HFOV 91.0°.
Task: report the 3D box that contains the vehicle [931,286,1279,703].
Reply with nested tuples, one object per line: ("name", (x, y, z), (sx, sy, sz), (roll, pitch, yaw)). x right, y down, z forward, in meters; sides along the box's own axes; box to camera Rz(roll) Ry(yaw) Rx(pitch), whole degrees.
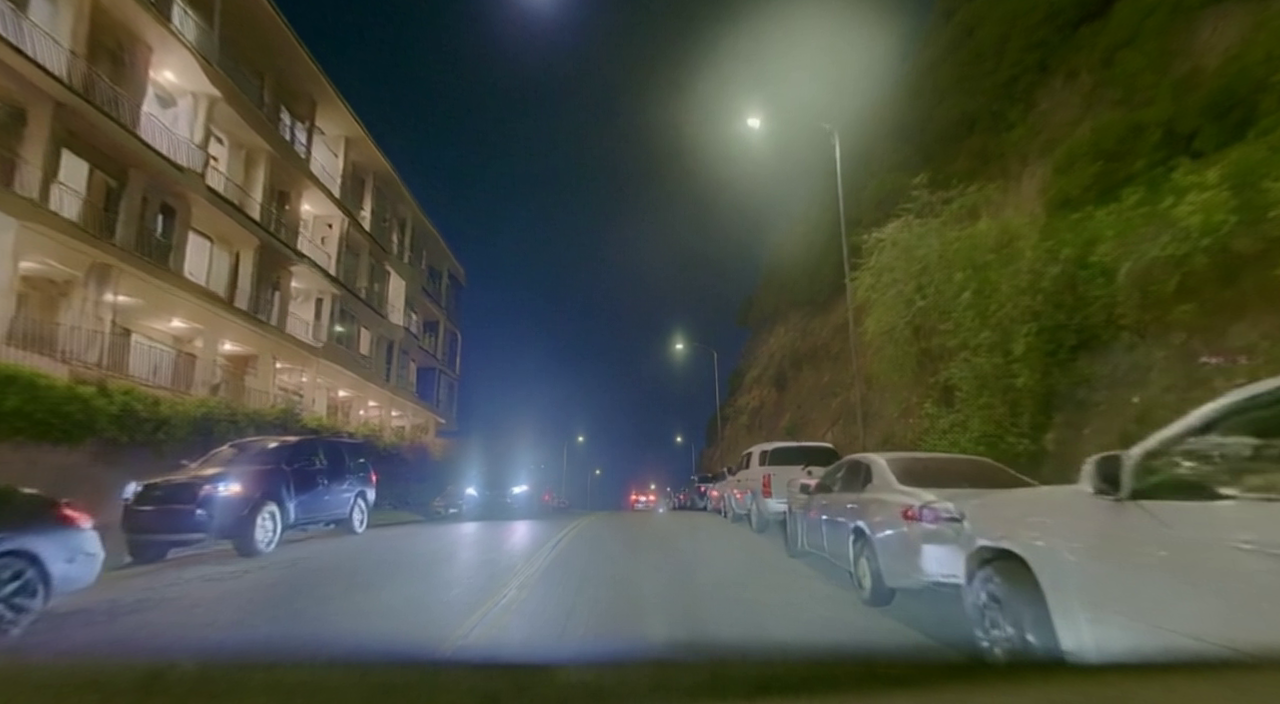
("vehicle", (2.796, 0.686, 1.349), (2.072, 1.830, 4.744), (0, -9, 0))

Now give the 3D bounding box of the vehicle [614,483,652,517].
("vehicle", (-0.487, 9.118, 38.937), (2.201, 1.731, 3.854), (0, -9, -2))

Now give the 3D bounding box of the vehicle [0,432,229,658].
("vehicle", (-5.350, 1.221, 3.804), (1.856, 1.474, 4.522), (-3, -9, 18))

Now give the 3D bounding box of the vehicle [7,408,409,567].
("vehicle", (-6.428, 2.238, 10.812), (2.692, 1.949, 5.948), (0, -11, -1))

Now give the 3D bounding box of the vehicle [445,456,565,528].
("vehicle", (-3.402, 3.770, 16.939), (2.102, 1.621, 4.627), (0, -13, 1))
